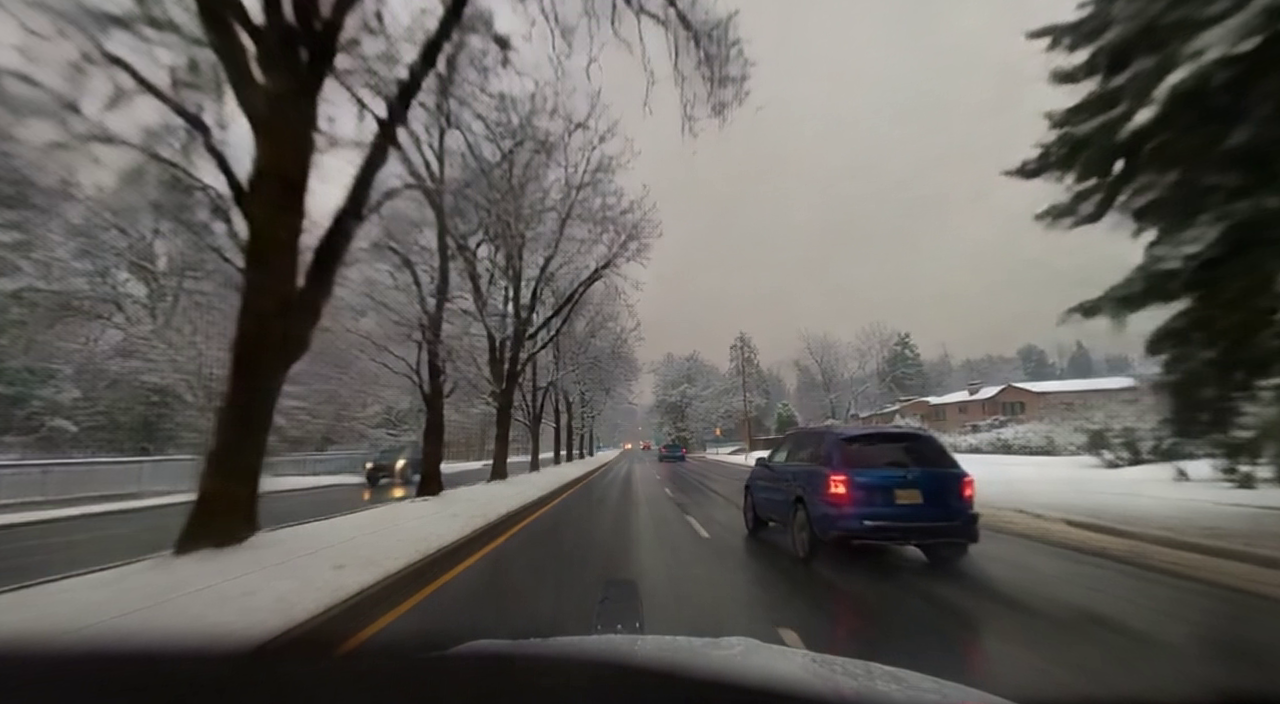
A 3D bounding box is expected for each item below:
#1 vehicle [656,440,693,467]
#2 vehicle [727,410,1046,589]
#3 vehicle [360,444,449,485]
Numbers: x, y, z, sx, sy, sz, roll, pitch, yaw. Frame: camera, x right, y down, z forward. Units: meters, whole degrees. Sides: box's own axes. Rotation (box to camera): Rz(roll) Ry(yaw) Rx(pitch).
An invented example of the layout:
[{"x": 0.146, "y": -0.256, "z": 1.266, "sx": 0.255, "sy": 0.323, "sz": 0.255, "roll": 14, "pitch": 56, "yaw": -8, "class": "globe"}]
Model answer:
[{"x": 2.305, "y": 6.895, "z": 43.107, "sx": 2.164, "sy": 1.725, "sz": 4.285, "roll": 0, "pitch": -9, "yaw": -1, "class": "vehicle"}, {"x": 2.565, "y": 1.675, "z": 8.036, "sx": 2.066, "sy": 1.603, "sz": 4.475, "roll": 0, "pitch": -9, "yaw": -3, "class": "vehicle"}, {"x": -11.761, "y": 5.633, "z": 32.087, "sx": 2.248, "sy": 1.858, "sz": 5.854, "roll": 0, "pitch": -9, "yaw": 0, "class": "vehicle"}]
